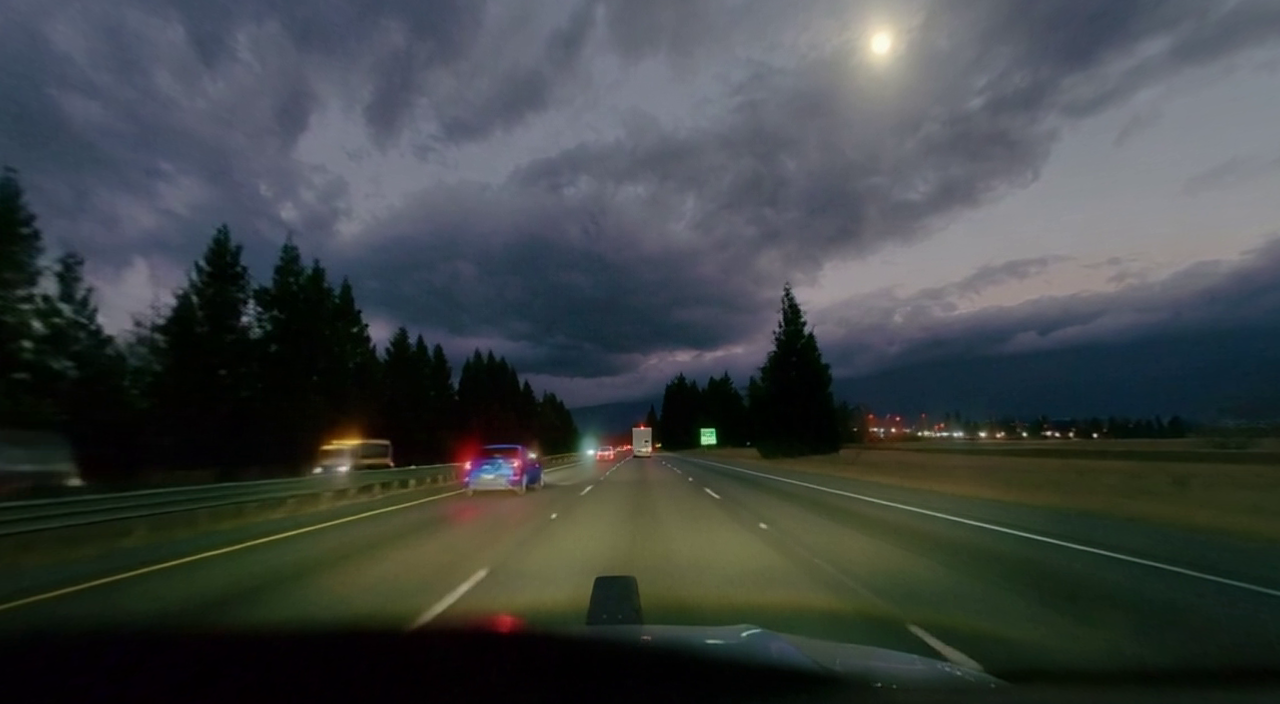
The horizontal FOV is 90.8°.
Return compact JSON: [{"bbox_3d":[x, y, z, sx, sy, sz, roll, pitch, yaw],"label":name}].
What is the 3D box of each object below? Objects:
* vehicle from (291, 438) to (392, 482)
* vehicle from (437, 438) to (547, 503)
[{"bbox_3d":[-16.797,6.137,36.070,2.441,2.242,6.646,-1,-9,1],"label":"vehicle"},{"bbox_3d":[-3.855,3.170,17.200,2.018,1.548,3.849,-1,-9,1],"label":"vehicle"}]
